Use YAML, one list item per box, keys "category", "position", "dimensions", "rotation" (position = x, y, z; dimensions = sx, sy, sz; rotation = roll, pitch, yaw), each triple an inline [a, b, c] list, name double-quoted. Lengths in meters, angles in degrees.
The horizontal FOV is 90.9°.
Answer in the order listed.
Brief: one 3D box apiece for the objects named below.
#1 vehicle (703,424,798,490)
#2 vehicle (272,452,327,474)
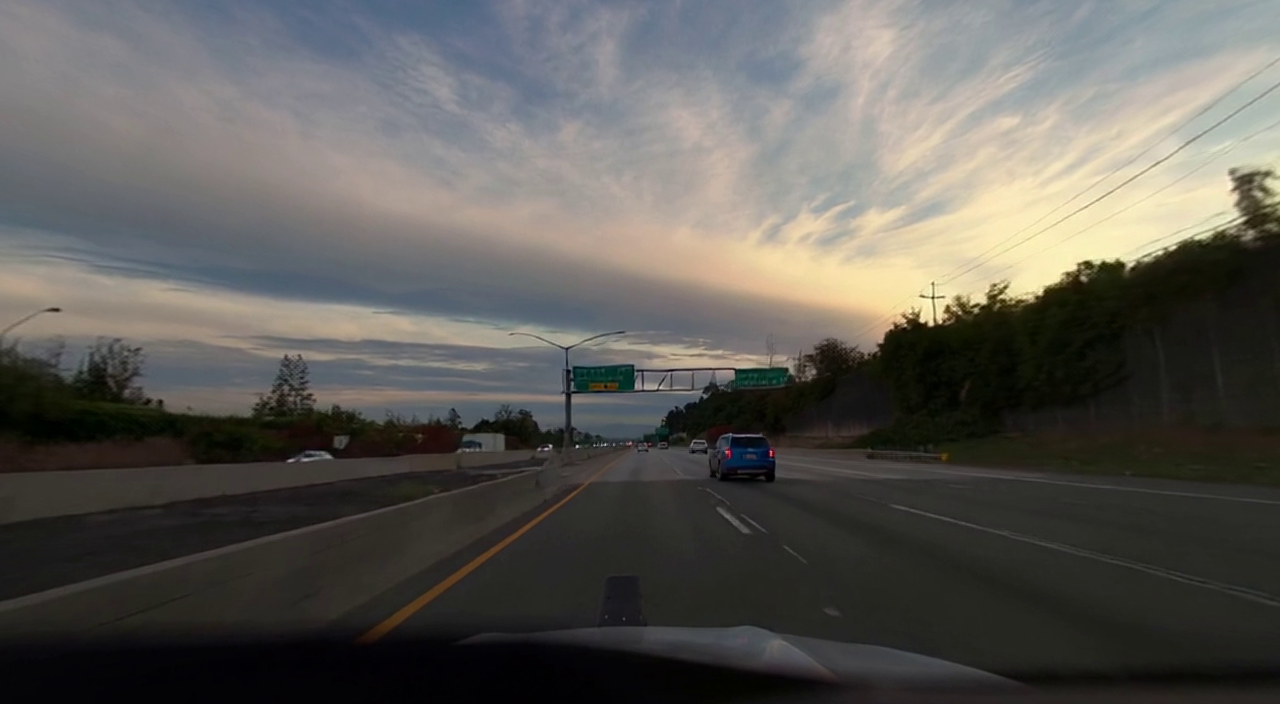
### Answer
- category: "vehicle"
  position: [3.330, 3.279, 19.972]
  dimensions: [2.120, 1.832, 4.287]
  rotation: [0, -8, -1]
- category: "vehicle"
  position: [-26.061, 8.458, 48.399]
  dimensions: [2.240, 1.542, 3.557]
  rotation: [0, -8, -1]
